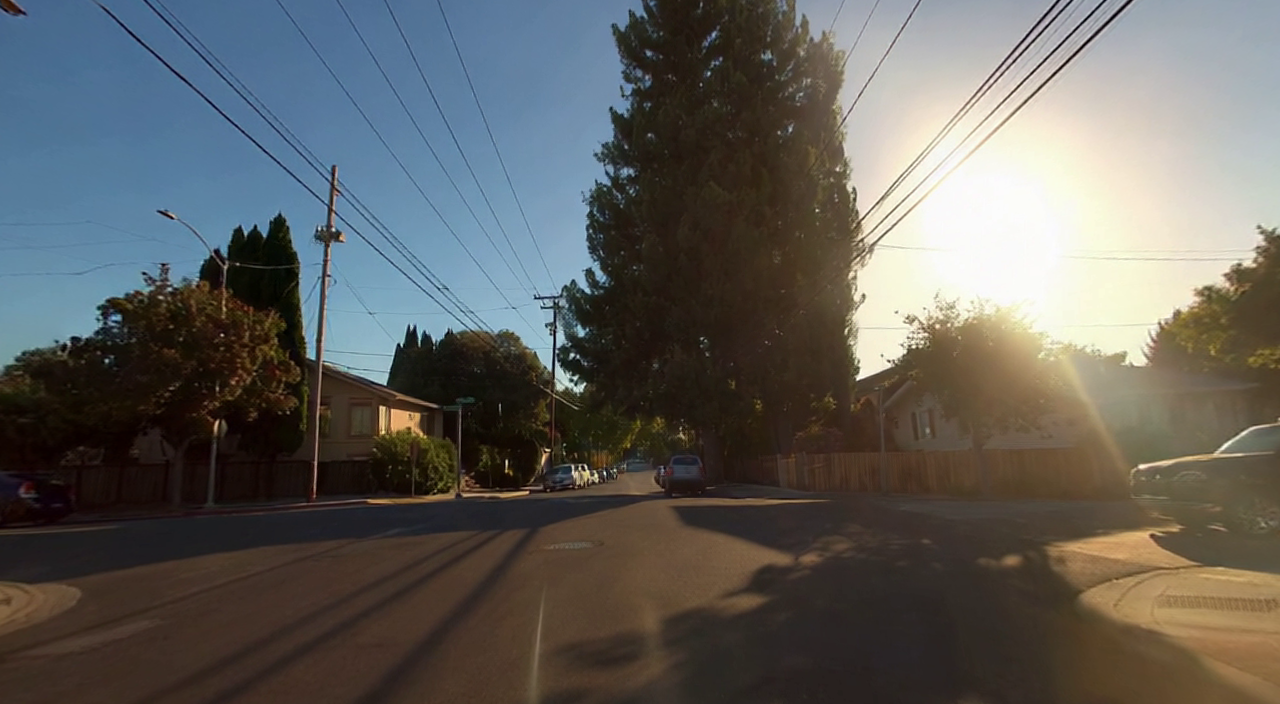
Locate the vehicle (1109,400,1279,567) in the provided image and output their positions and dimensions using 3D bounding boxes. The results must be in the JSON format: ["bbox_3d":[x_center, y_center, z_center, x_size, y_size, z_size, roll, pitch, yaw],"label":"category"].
[{"bbox_3d":[9.694,1.689,8.565,4.677,1.949,2.334,-1,-8,3],"label":"vehicle"}]

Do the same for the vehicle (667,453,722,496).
[{"bbox_3d":[2.586,5.957,31.075,2.051,1.874,4.459,0,-8,-3],"label":"vehicle"}]

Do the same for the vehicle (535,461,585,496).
[{"bbox_3d":[-4.295,6.933,34.647,2.189,1.771,4.571,0,-11,-1],"label":"vehicle"}]
